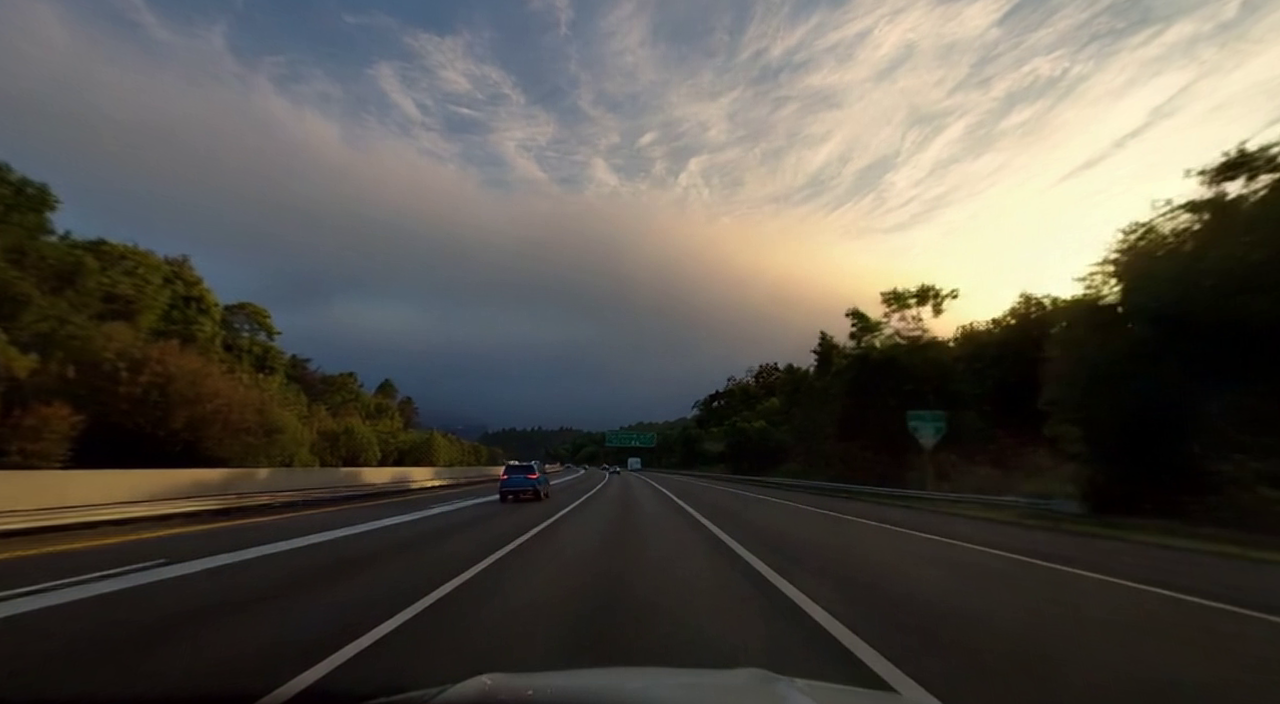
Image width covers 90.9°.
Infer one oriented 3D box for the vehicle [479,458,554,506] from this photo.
[{"bbox_3d":[-4.453,4.766,23.360,2.025,1.584,3.657,1,-10,0],"label":"vehicle"}]
